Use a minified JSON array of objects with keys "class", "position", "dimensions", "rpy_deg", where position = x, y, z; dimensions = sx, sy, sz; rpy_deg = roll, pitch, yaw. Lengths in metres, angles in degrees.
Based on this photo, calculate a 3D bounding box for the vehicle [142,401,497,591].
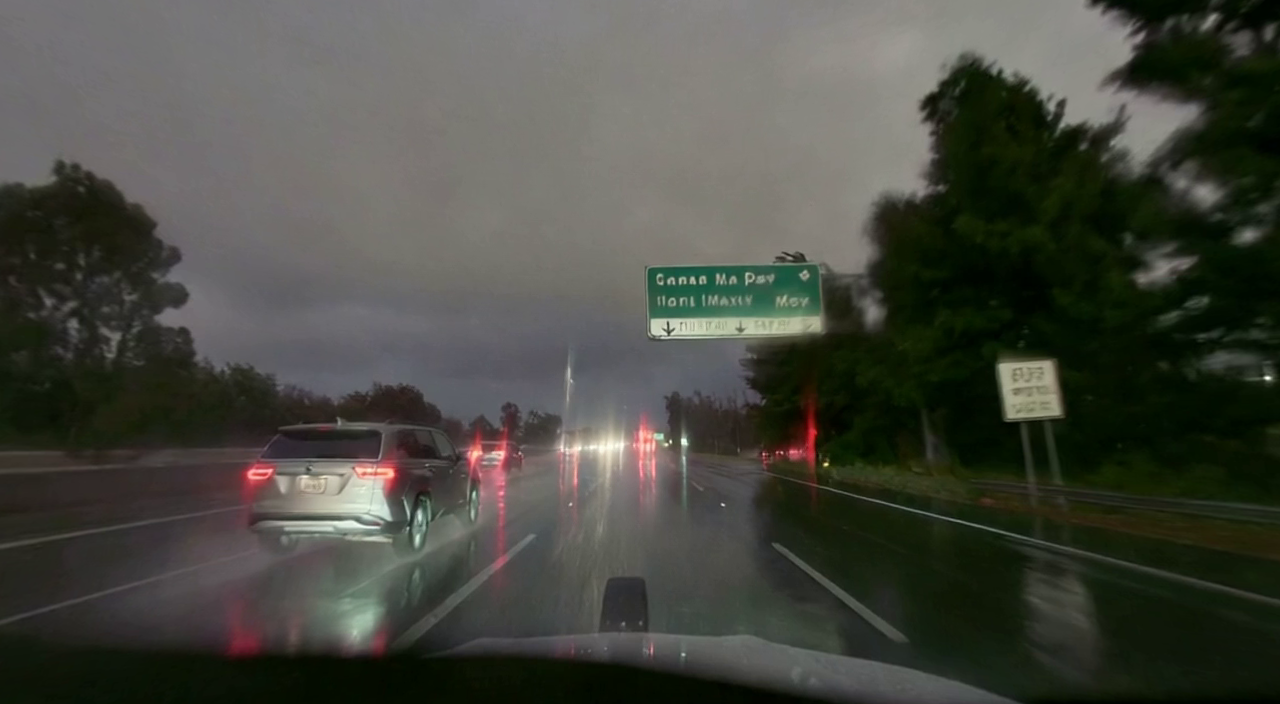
[{"class":"vehicle","position":[-3.516,1.681,8.197],"dimensions":[2.214,1.759,4.435],"rpy_deg":[0,-9,1]}]
